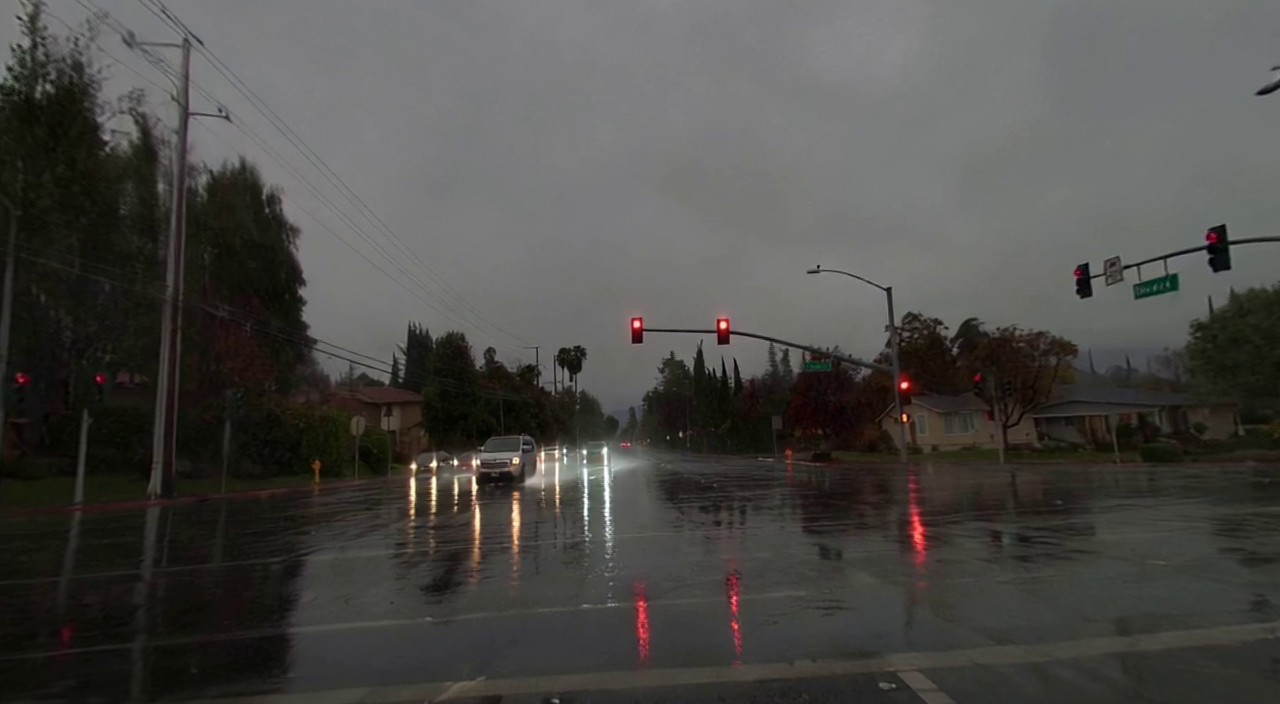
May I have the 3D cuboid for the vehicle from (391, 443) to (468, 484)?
[{"bbox_3d":[-10.186,5.388,30.988,2.241,1.819,4.690,0,-9,-1],"label":"vehicle"}]

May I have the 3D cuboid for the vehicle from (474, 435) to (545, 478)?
[{"bbox_3d":[-6.411,5.221,31.764,2.479,1.977,5.254,0,-9,-1],"label":"vehicle"}]

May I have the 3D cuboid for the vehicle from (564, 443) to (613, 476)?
[{"bbox_3d":[-2.435,5.212,30.925,2.174,1.477,4.805,0,-9,-2],"label":"vehicle"}]
